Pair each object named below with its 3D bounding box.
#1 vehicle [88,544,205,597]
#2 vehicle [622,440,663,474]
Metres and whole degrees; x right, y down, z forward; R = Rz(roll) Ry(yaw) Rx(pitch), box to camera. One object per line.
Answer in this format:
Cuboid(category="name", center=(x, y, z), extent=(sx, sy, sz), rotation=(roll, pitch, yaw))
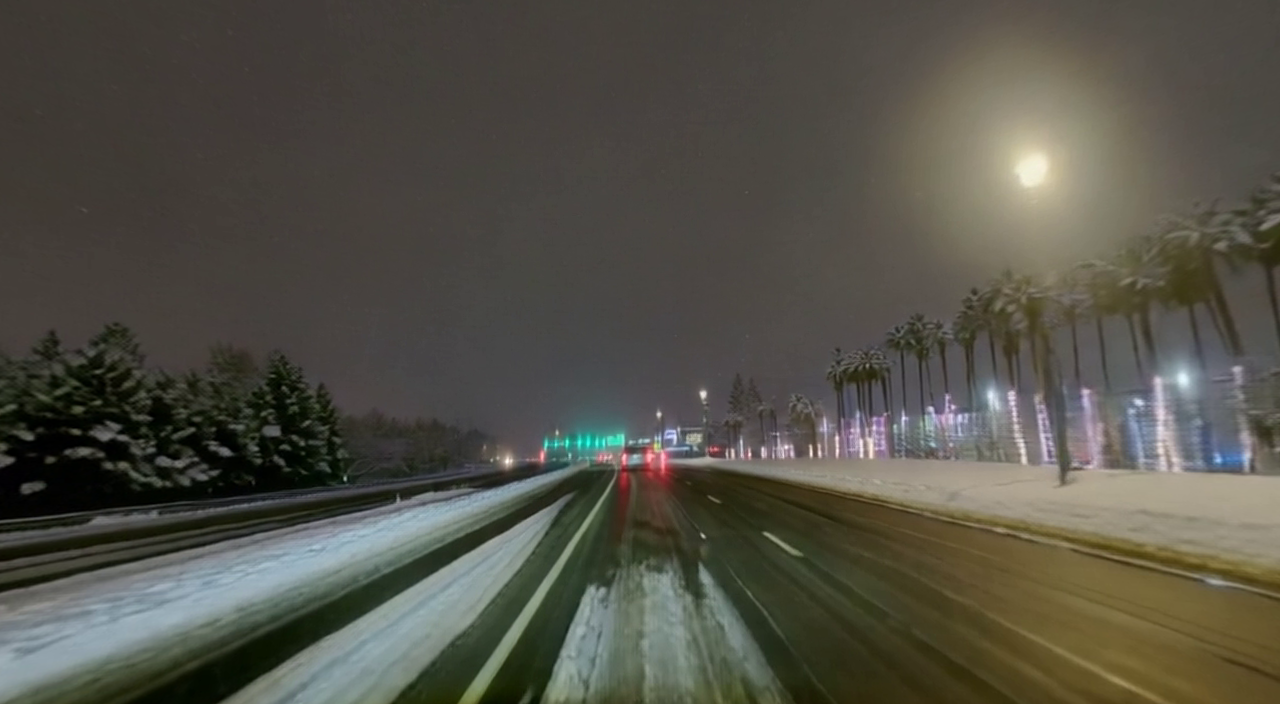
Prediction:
Cuboid(category="vehicle", center=(-29.731, 13.162, 38.260), extent=(2.309, 1.963, 5.918), rotation=(-1, -8, 0))
Cuboid(category="vehicle", center=(0.116, 5.680, 34.322), extent=(2.089, 1.718, 4.193), rotation=(0, -9, -1))
